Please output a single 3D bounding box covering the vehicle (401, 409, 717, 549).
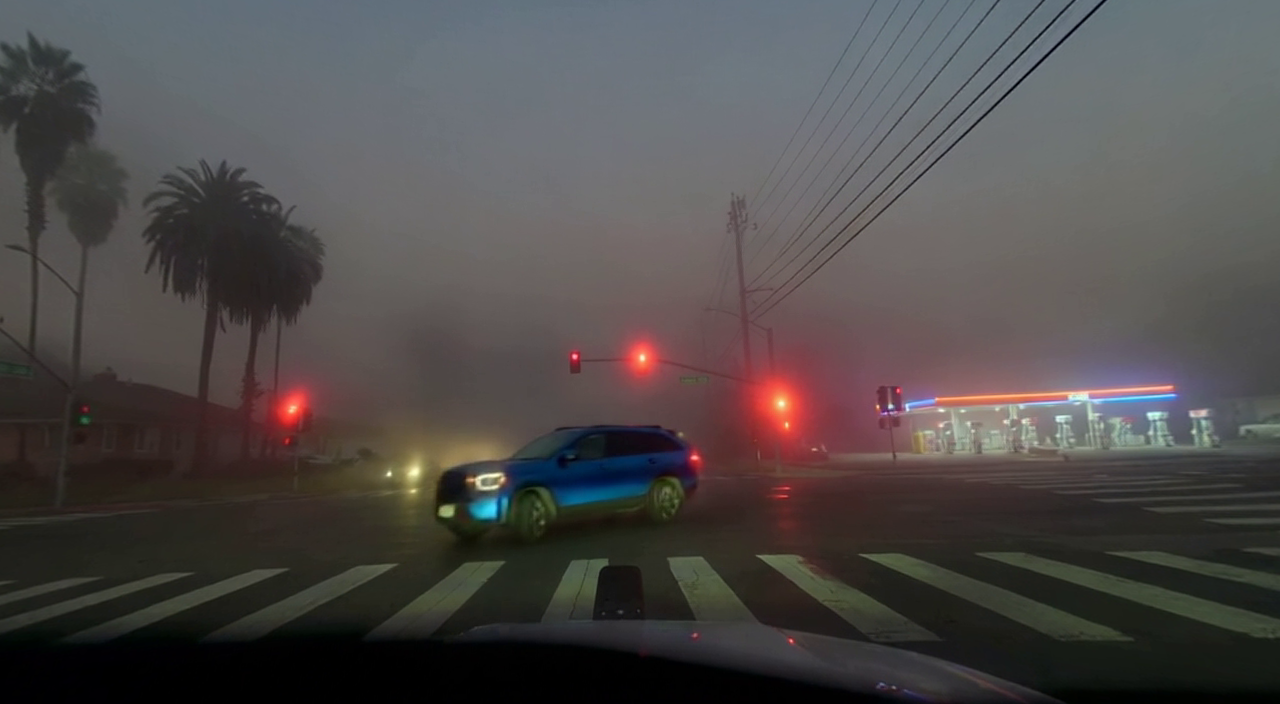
[{"bbox_3d":[-1.119,2.023,10.784,5.086,1.817,1.952,7,-12,-42],"label":"vehicle"}]

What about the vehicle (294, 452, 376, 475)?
[{"bbox_3d":[-20.944,7.681,43.514,4.672,1.469,1.816,-1,-9,-2],"label":"vehicle"}]

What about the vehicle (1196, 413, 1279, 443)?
[{"bbox_3d":[38.302,4.791,39.971,4.488,1.447,1.765,-5,-8,-1],"label":"vehicle"}]
